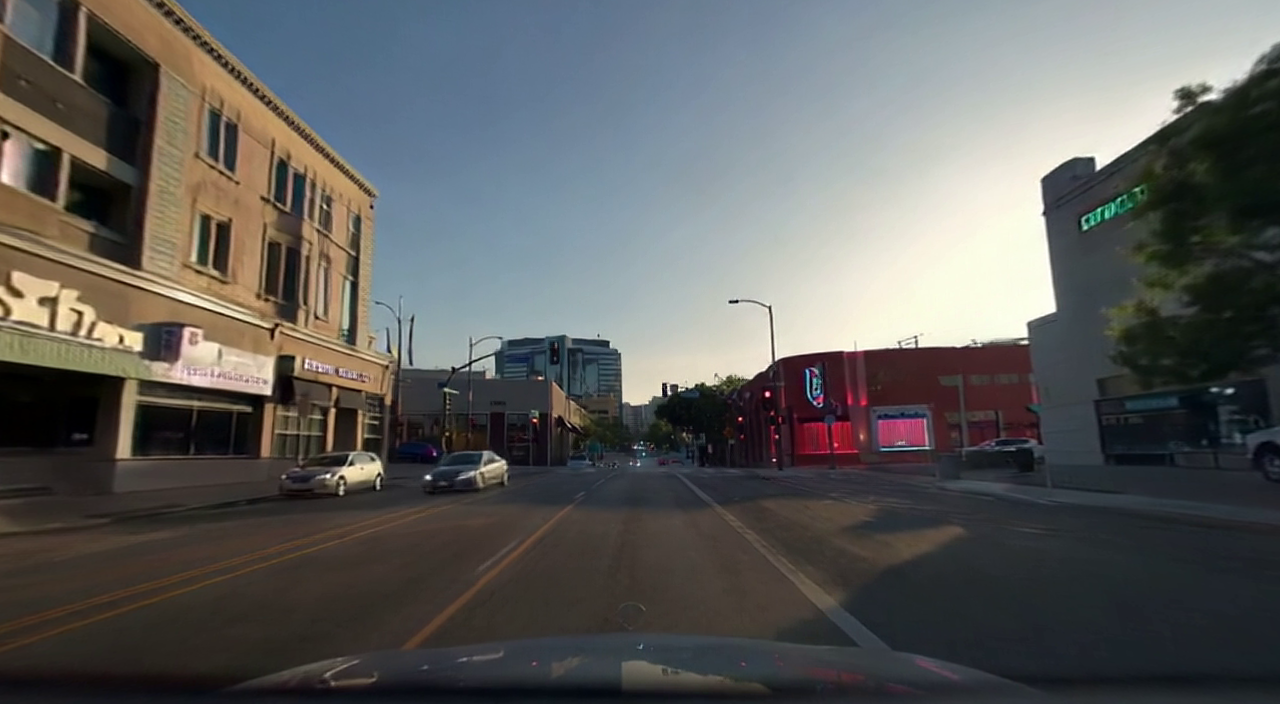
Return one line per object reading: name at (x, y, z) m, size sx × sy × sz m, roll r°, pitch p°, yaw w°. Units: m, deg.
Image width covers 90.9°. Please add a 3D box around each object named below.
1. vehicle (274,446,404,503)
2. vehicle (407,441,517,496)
vehicle at (-9.194, 3.736, 19.756) m, size 1.908 × 1.529 × 4.522 m, roll 0°, pitch -8°, yaw -1°
vehicle at (-5.341, 3.527, 19.578) m, size 1.984 × 1.489 × 4.515 m, roll 0°, pitch -8°, yaw 2°
